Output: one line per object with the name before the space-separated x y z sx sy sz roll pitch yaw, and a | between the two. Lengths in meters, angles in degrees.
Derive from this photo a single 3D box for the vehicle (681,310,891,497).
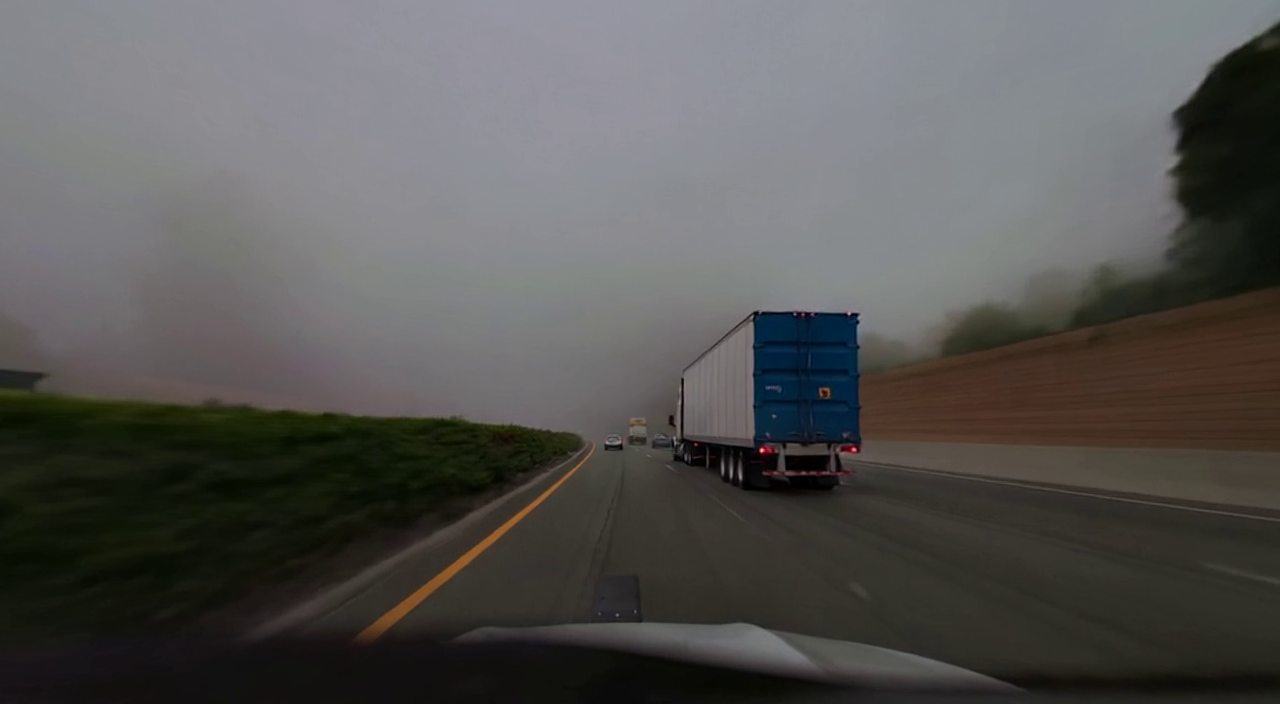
vehicle | 3.599 1.987 20.767 2.965 4.033 14.299 0 -7 -2
